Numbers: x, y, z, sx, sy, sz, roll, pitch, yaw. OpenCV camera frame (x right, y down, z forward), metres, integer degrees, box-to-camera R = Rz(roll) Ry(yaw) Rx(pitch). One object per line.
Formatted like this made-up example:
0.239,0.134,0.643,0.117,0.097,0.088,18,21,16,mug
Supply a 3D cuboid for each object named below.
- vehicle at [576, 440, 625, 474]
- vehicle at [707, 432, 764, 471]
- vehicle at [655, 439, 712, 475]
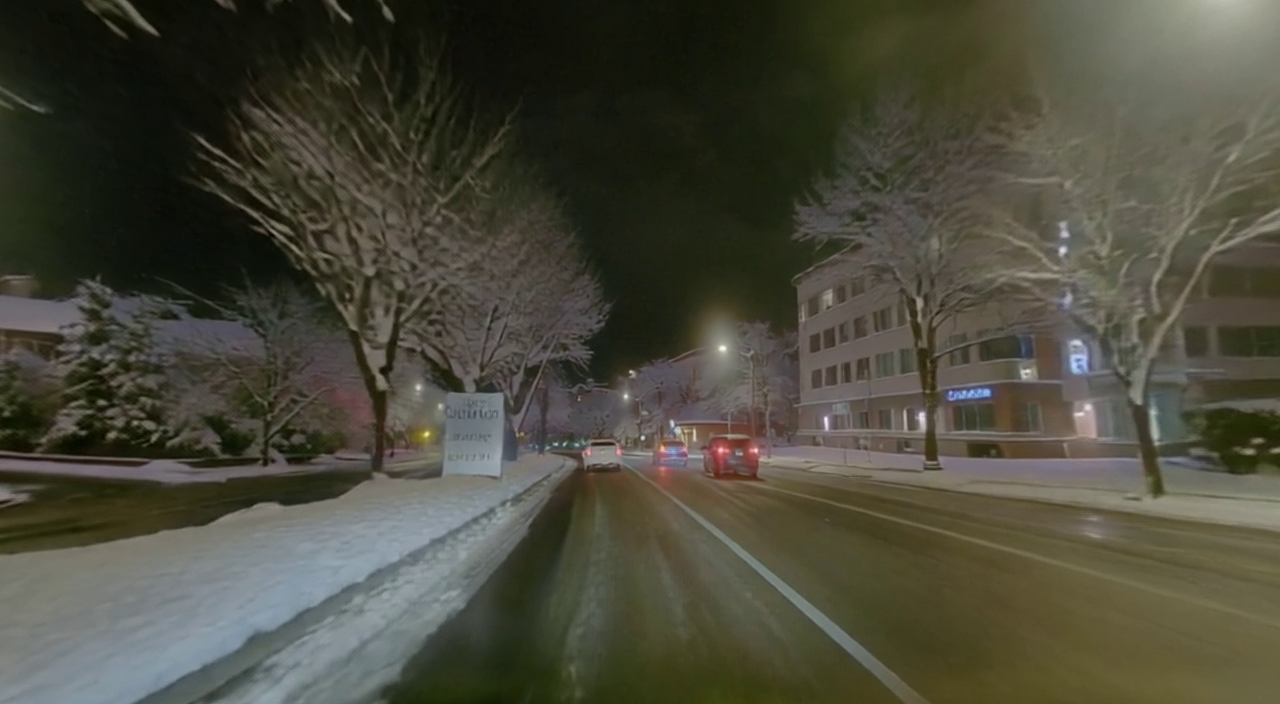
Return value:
-1.853,4.873,29.636,2.101,1.444,4.248,0,-8,-4,vehicle
5.182,5.496,35.074,2.052,1.990,4.736,0,-8,-5,vehicle
1.938,4.846,29.396,1.993,1.477,4.240,0,-8,-5,vehicle
